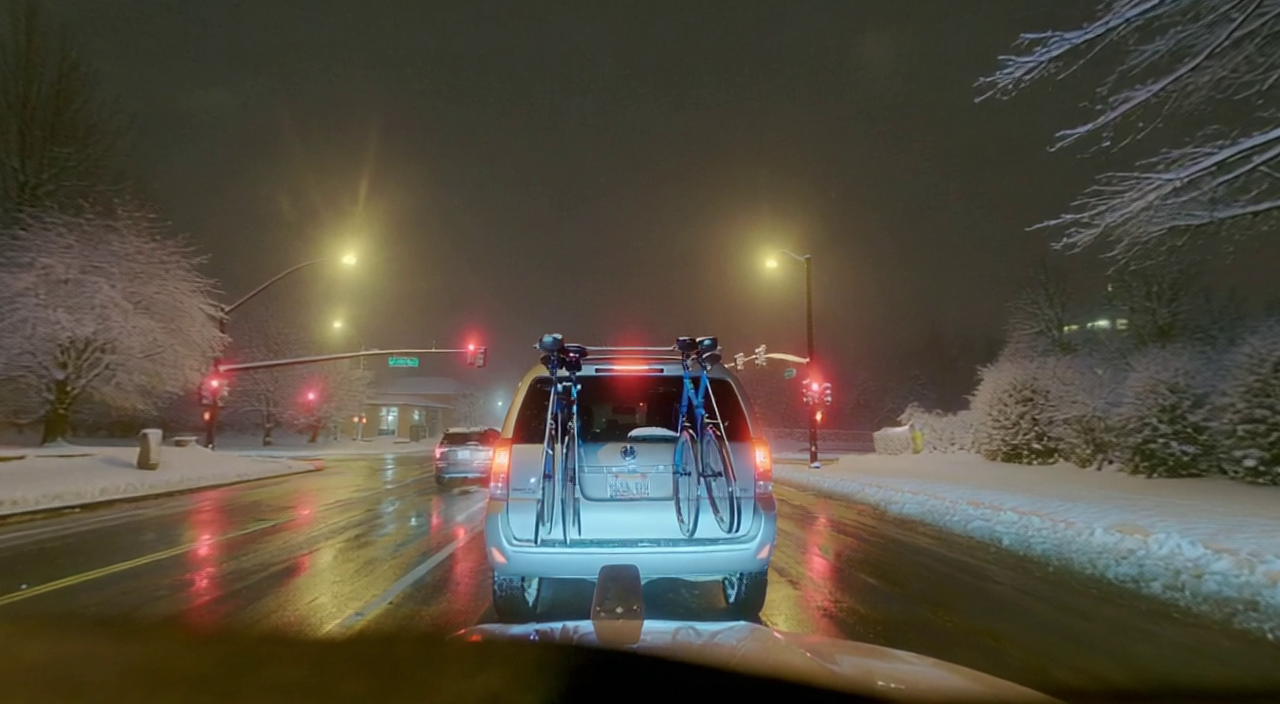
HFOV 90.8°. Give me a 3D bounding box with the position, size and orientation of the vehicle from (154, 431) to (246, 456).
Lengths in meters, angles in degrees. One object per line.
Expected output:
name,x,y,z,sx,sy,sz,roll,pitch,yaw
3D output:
vehicle,-28.379,5.934,40.838,4.435,1.574,1.816,1,-9,-9

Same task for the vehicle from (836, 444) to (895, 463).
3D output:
vehicle,17.685,7.941,49.455,4.327,1.462,1.776,4,-9,-26

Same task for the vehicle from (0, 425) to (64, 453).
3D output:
vehicle,-38.190,5.337,38.666,3.926,1.536,1.731,-1,-9,-6

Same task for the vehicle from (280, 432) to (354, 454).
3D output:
vehicle,-24.755,7.008,48.483,4.576,1.632,1.960,1,-9,-8

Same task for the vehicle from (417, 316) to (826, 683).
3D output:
vehicle,-0.245,1.161,6.015,2.333,2.087,4.586,1,-8,-4
